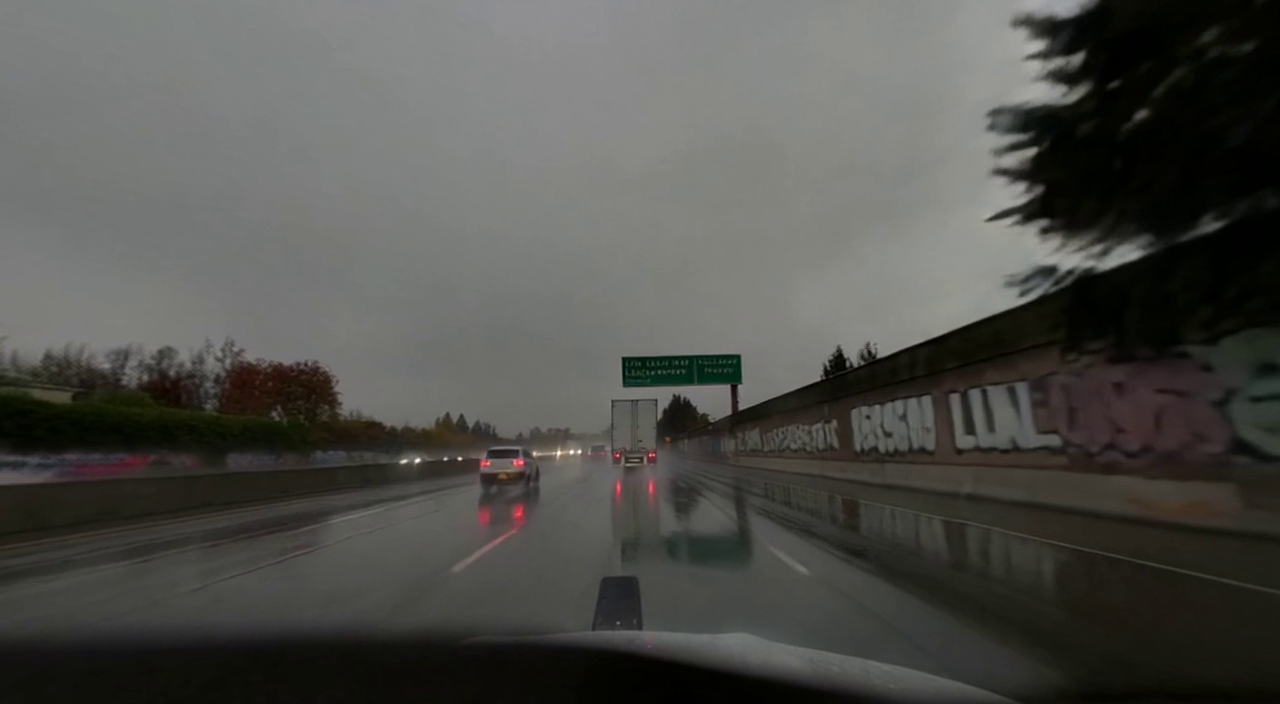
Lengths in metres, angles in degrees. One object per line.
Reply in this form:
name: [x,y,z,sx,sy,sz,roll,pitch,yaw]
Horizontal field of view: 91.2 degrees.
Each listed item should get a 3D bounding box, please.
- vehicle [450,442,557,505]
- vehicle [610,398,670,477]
vehicle: [-3.718,3.395,17.892,2.158,1.538,4.047,0,-9,0]
vehicle: [-0.108,5.212,37.506,3.042,4.023,10.832,0,-9,-1]
